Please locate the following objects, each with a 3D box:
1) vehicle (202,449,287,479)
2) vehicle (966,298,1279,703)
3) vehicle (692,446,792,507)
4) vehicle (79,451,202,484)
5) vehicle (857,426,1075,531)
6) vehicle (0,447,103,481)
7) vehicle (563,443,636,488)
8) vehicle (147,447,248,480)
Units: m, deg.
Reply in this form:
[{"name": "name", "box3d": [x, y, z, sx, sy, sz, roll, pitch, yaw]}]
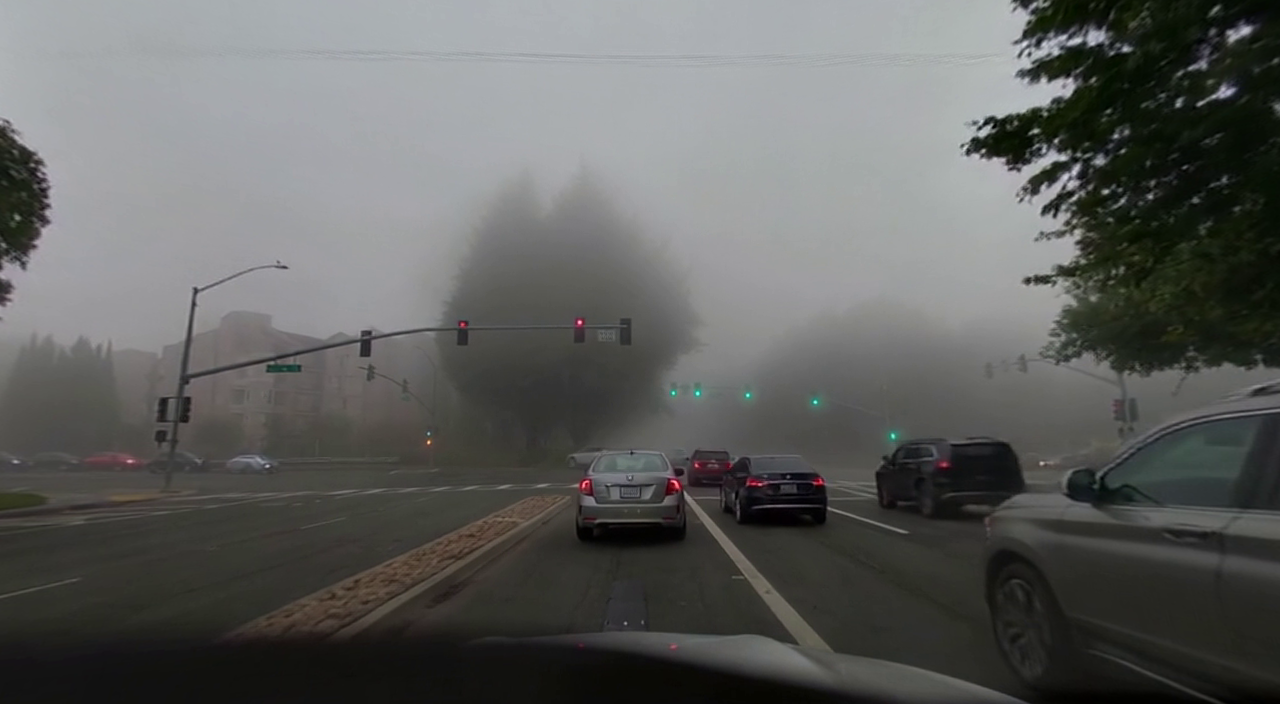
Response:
[{"name": "vehicle", "box3d": [-26.745, 7.582, 42.716, 4.365, 1.629, 2.004, 3, -8, 0]}, {"name": "vehicle", "box3d": [2.834, 0.617, 1.034, 2.115, 1.737, 4.642, 0, -9, 0]}, {"name": "vehicle", "box3d": [2.692, 3.419, 17.814, 2.009, 1.480, 4.423, 0, -9, -1]}, {"name": "vehicle", "box3d": [-26.284, 6.066, 33.309, 4.724, 1.630, 1.968, 0, -9, -2]}, {"name": "vehicle", "box3d": [6.572, 2.591, 13.503, 2.105, 1.830, 4.610, 0, -9, -1]}, {"name": "vehicle", "box3d": [-36.801, 6.916, 39.173, 4.771, 1.778, 2.032, 3, -8, -3]}, {"name": "vehicle", "box3d": [-1.808, 4.746, 26.694, 2.099, 1.705, 4.020, 3, -9, -19]}, {"name": "vehicle", "box3d": [-27.736, 6.989, 39.619, 4.689, 1.734, 2.034, 3, -8, -1]}]
